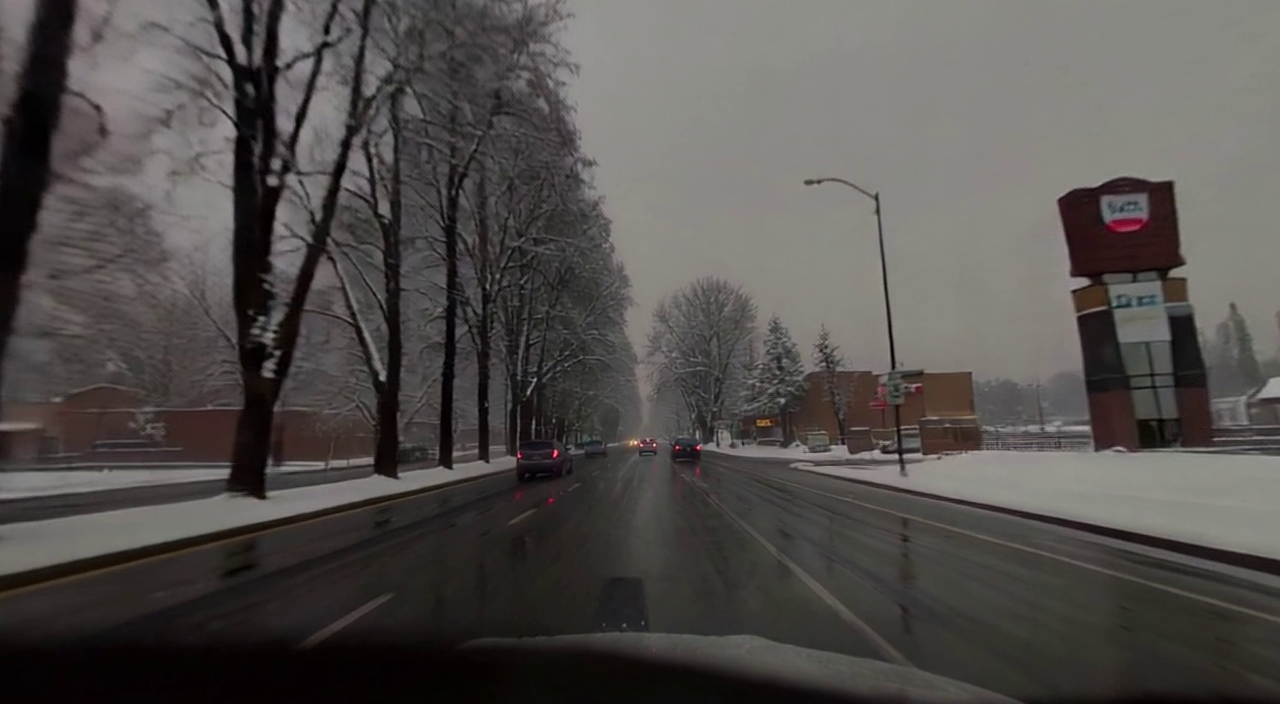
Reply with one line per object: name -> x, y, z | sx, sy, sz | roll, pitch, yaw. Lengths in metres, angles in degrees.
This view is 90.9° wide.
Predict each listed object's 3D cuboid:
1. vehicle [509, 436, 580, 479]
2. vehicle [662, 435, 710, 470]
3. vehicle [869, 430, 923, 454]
vehicle -> -3.581, 4.029, 24.394 | 1.908, 1.481, 4.536 | 0, -8, 2
vehicle -> 2.185, 4.892, 30.809 | 1.922, 1.579, 3.642 | 0, -8, -2
vehicle -> 16.031, 5.623, 39.646 | 1.823, 1.413, 3.884 | 0, -8, 1
